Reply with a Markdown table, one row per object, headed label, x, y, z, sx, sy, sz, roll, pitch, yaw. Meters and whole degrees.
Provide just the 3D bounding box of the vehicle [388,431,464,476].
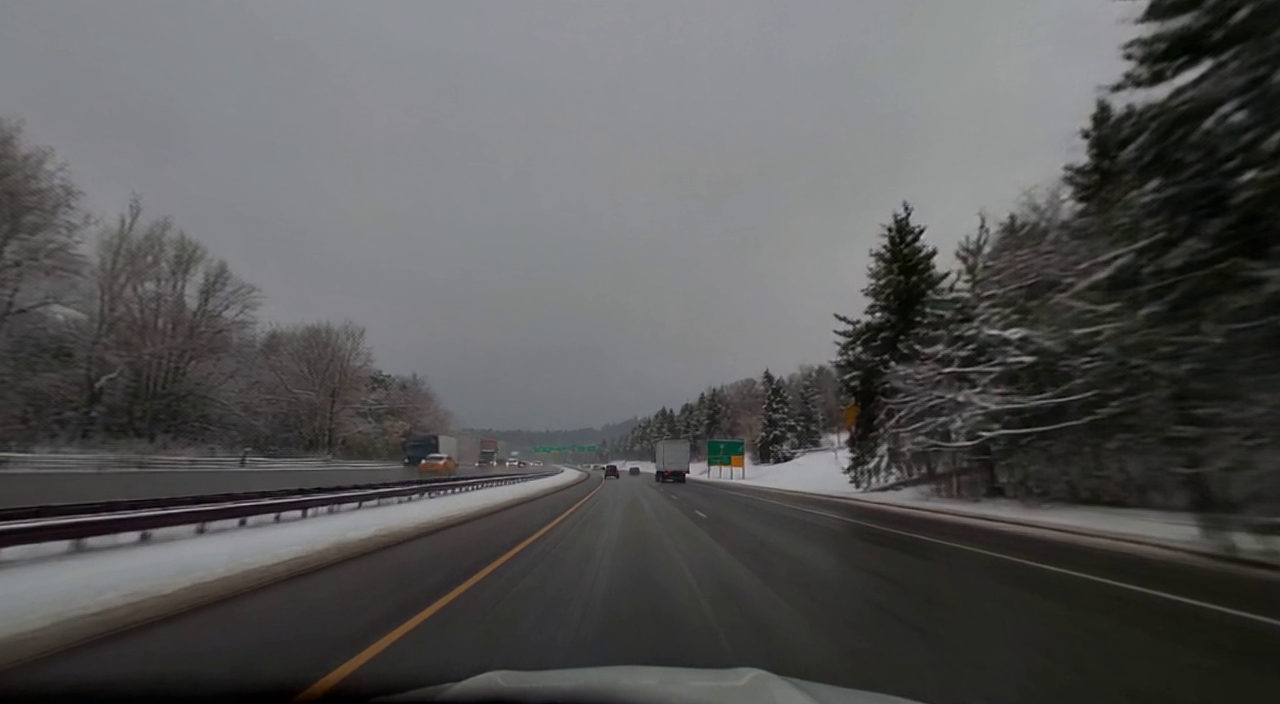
| label | x | y | z | sx | sy | sz | roll | pitch | yaw |
| --- | --- | --- | --- | --- | --- | --- | --- | --- | --- |
| vehicle | -12.345 | 6.044 | 36.919 | 2.336 | 2.353 | 6.170 | 1 | -11 | -1 |
